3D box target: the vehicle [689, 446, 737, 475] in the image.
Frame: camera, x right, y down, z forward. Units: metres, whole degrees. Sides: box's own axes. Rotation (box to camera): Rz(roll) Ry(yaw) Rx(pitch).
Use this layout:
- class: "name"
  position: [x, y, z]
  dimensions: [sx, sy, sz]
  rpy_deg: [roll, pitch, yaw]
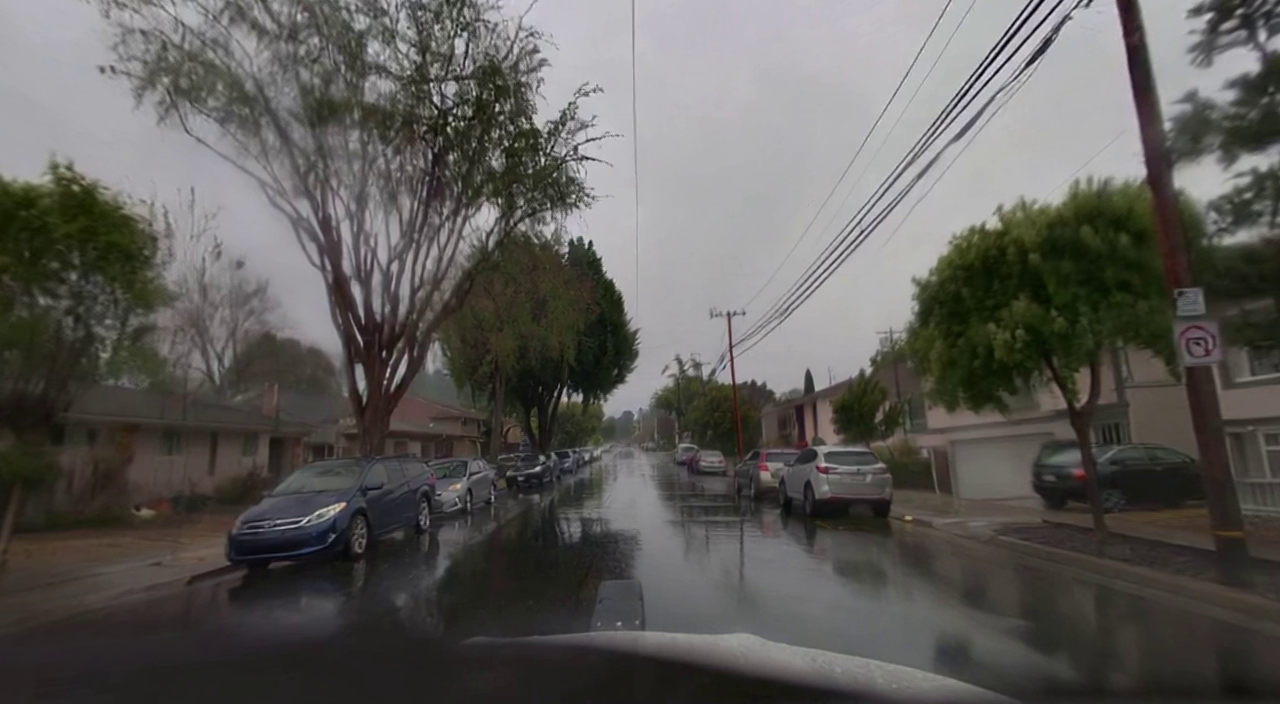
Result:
- class: "vehicle"
  position: [4.120, 6.196, 36.346]
  dimensions: [2.174, 1.504, 4.809]
  rpy_deg: [0, -8, 0]

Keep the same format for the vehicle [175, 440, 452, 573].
- class: "vehicle"
  position: [-5.261, 2.499, 11.251]
  dimensions: [2.360, 1.772, 4.907]
  rpy_deg: [-1, -8, -1]

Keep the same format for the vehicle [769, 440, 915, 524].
- class: "vehicle"
  position: [4.323, 2.810, 14.314]
  dimensions: [1.864, 1.592, 4.221]
  rpy_deg: [0, -8, -1]

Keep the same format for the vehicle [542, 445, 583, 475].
- class: "vehicle"
  position: [-5.501, 7.733, 45.644]
  dimensions: [2.184, 1.958, 5.757]
  rpy_deg: [0, -9, 0]

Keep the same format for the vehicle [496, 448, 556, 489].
- class: "vehicle"
  position: [-5.242, 5.406, 29.710]
  dimensions: [2.032, 1.716, 4.382]
  rpy_deg: [0, -8, -1]
